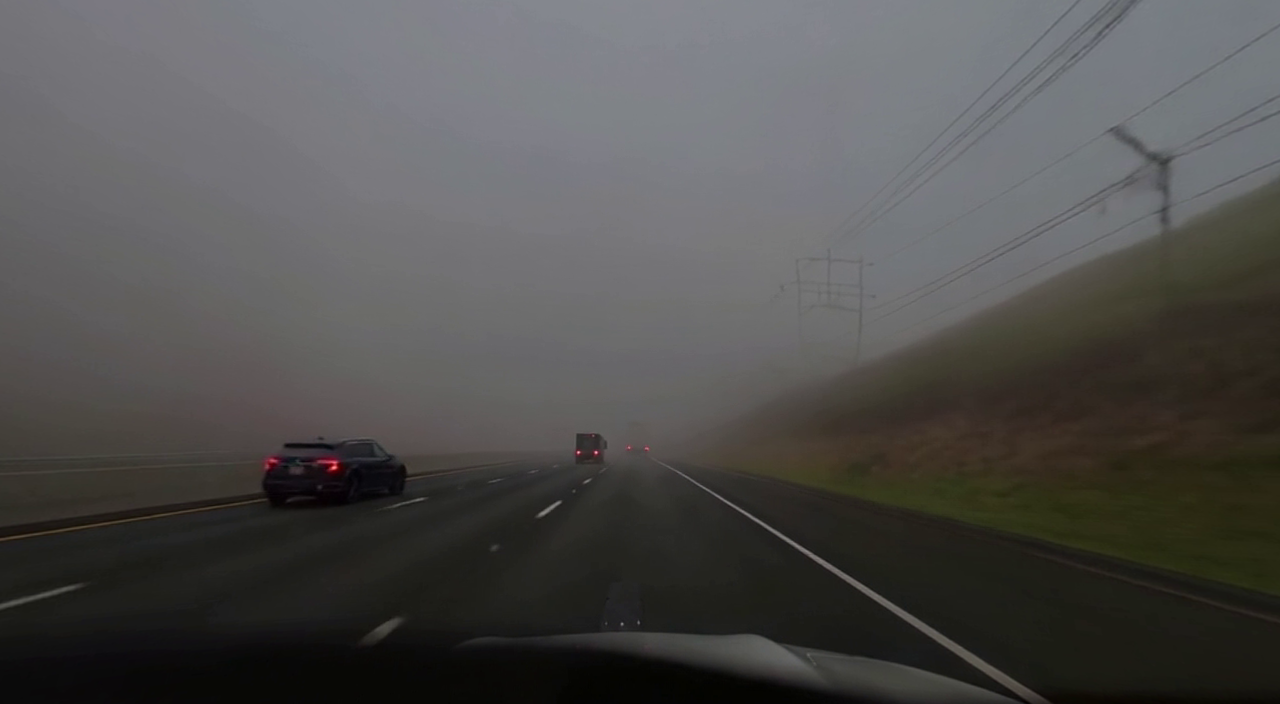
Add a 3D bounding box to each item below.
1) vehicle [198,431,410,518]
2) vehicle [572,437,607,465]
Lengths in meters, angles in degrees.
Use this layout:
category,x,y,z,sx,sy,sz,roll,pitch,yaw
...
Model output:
category,x,y,z,sx,sy,sz,roll,pitch,yaw
vehicle,-6.951,2.585,13.801,2.066,1.558,4.607,0,-9,0
vehicle,-3.685,7.355,46.985,2.207,1.949,4.911,0,-9,0
